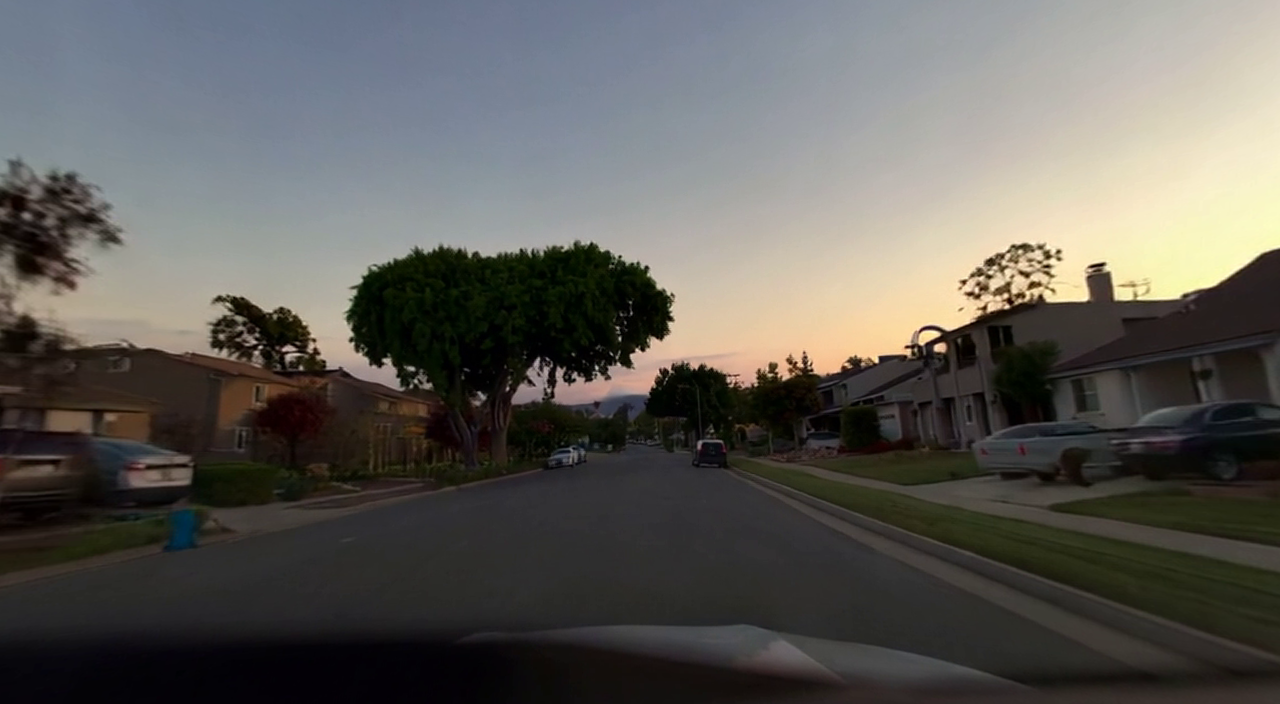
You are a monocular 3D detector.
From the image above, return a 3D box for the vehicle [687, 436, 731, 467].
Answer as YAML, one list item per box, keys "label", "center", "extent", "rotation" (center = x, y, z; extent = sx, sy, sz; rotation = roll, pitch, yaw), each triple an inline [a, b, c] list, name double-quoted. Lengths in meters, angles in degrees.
- label: "vehicle"
  center: [4.127, 6.051, 38.360]
  extent: [2.176, 1.762, 4.622]
  rotation: [0, -8, 1]

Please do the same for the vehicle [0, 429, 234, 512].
- label: "vehicle"
  center: [-13.013, 2.857, 15.418]
  extent: [4.743, 1.849, 1.976]
  rotation: [0, -8, 2]

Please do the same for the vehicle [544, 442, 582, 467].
- label: "vehicle"
  center: [-5.424, 7.301, 44.968]
  extent: [2.005, 1.706, 4.428]
  rotation: [-1, -8, 3]
